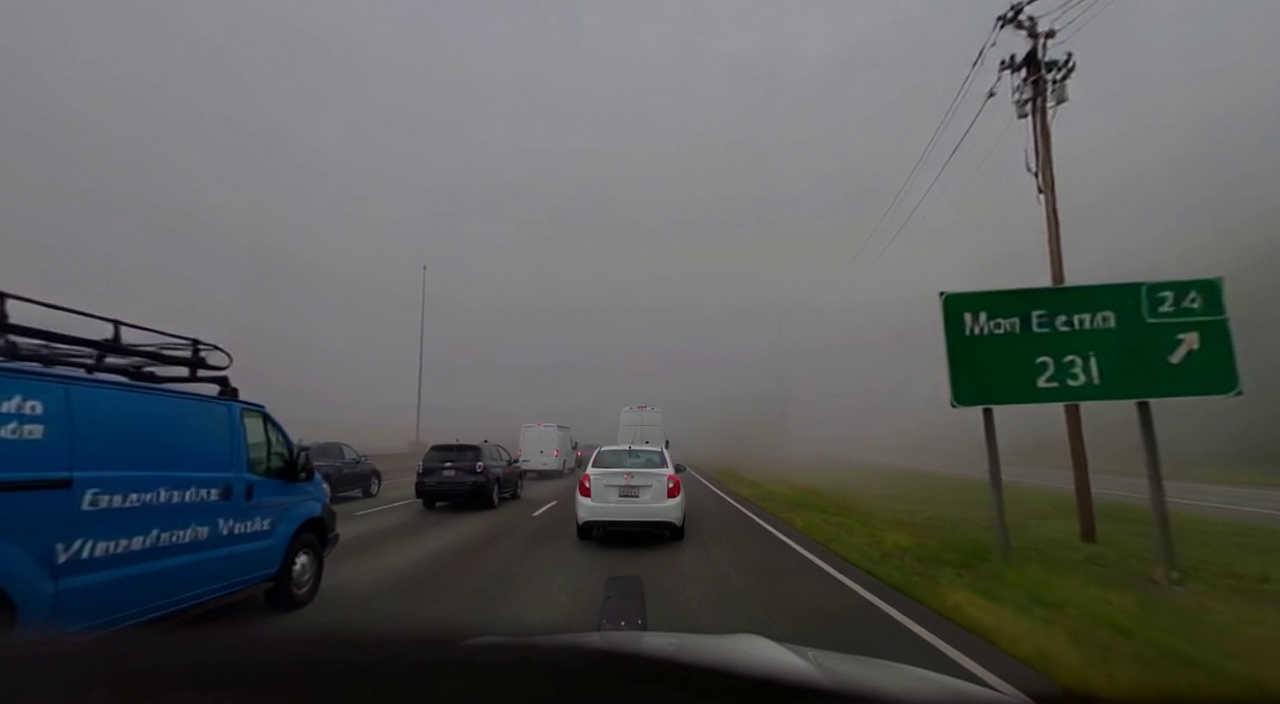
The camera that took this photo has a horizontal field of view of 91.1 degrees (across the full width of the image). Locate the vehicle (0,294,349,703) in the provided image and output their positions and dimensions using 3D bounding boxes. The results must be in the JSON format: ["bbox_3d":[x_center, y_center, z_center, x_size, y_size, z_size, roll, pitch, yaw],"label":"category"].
[{"bbox_3d":[-3.886,0.853,3.606,2.142,1.952,4.556,0,-8,1],"label":"vehicle"}]

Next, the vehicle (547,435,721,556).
[{"bbox_3d":[-0.059,2.010,9.559,2.054,1.421,4.090,0,-8,0],"label":"vehicle"}]

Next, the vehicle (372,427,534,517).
[{"bbox_3d":[-3.876,2.569,13.980,2.114,1.657,4.432,0,-8,2],"label":"vehicle"}]
